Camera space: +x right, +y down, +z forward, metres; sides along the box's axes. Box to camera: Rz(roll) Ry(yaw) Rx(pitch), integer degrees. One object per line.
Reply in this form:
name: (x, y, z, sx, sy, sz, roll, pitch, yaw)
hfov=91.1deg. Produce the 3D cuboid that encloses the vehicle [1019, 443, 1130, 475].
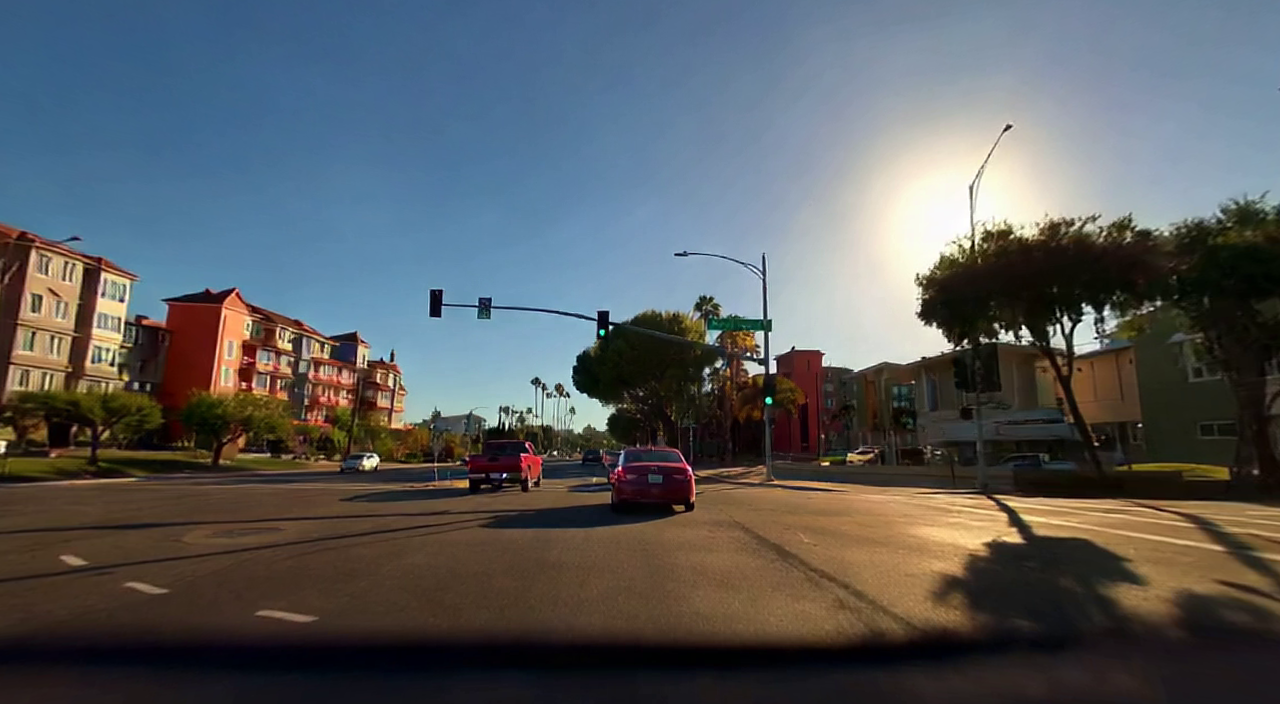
vehicle: (23.623, 5.785, 34.253, 1.908, 1.626, 4.559, 8, -12, -44)

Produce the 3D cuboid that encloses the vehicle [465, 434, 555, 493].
vehicle: (-4.984, 4.373, 25.156, 2.447, 2.062, 5.911, 0, -8, -1)

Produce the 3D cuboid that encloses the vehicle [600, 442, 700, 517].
vehicle: (0.172, 3.018, 15.452, 2.122, 1.562, 4.152, 0, -9, -1)
